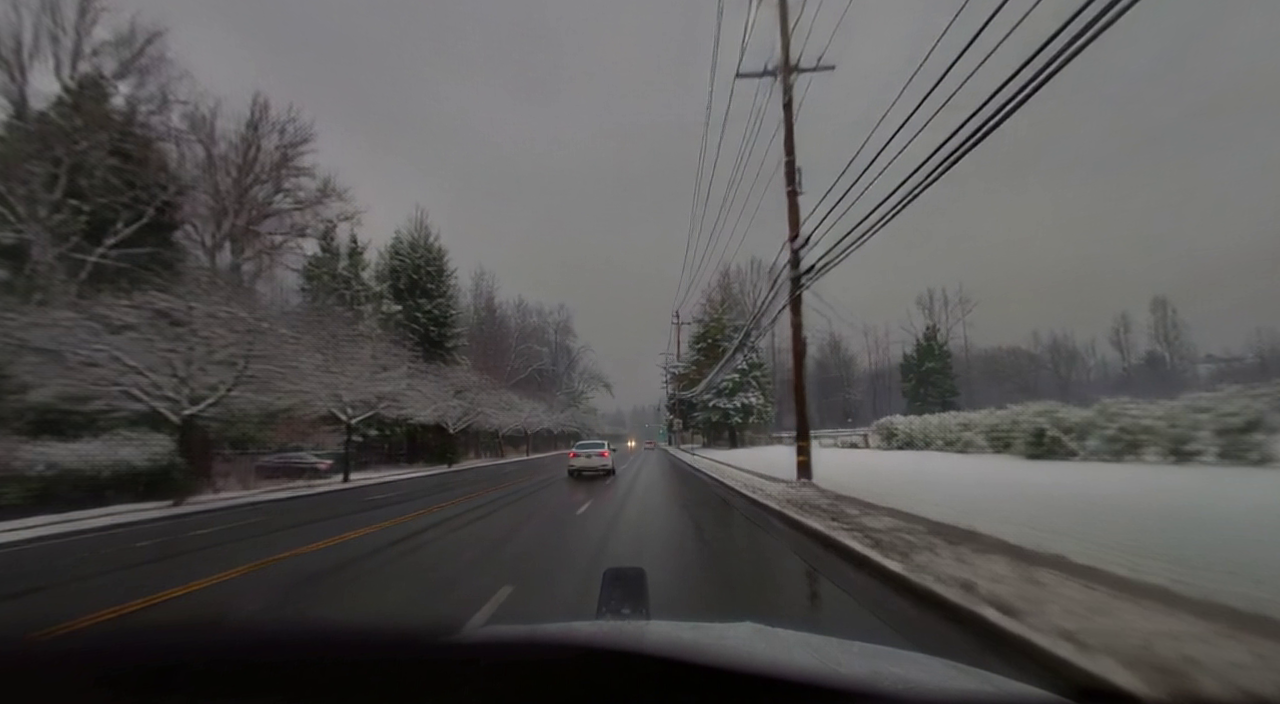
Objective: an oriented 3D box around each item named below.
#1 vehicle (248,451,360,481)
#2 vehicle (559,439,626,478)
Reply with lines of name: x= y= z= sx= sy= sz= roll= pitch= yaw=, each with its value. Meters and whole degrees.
vehicle: x=-17.999 y=6.119 z=33.933 sx=4.916 sy=1.474 sz=2.008 roll=0 pitch=-8 yaw=1
vehicle: x=-1.845 y=4.333 z=25.884 sx=2.153 sy=1.461 sz=4.374 roll=-1 pitch=-8 yaw=3
